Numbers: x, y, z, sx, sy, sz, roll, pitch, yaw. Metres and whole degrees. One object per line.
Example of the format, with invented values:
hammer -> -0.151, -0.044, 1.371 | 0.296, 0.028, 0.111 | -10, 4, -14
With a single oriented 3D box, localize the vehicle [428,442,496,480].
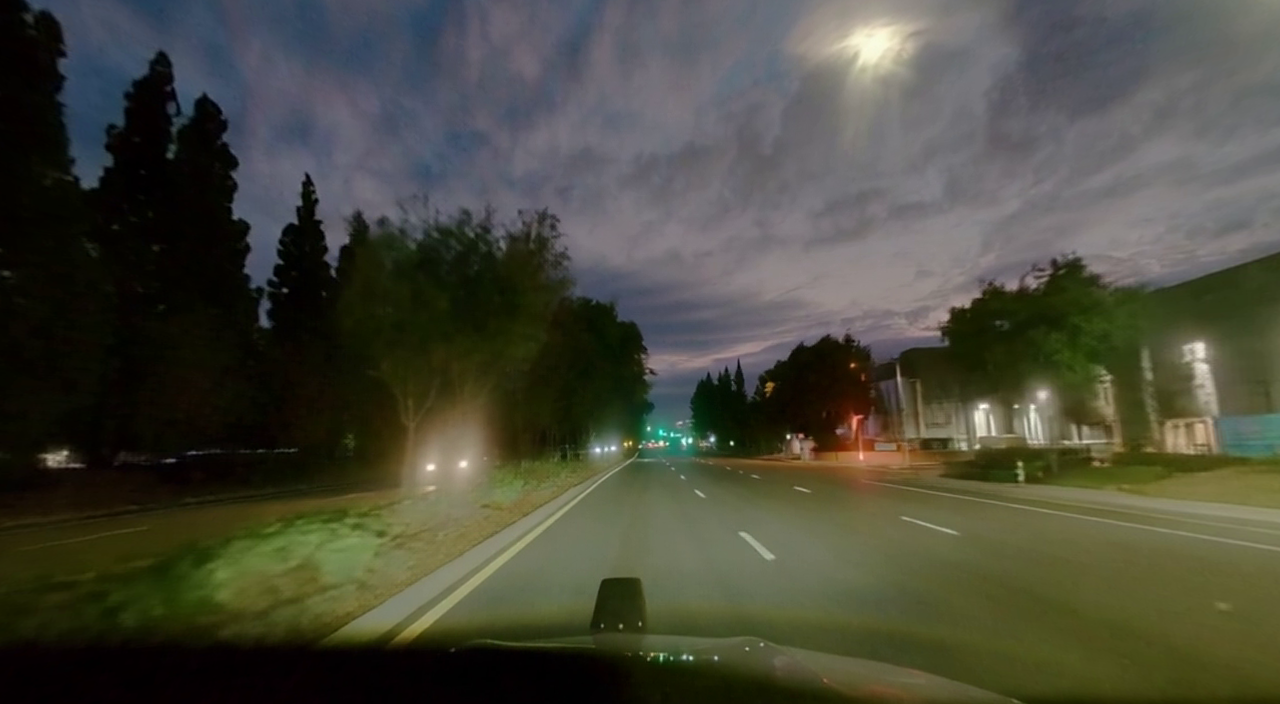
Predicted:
vehicle -> -8.232, 5.048, 29.531 | 1.948, 1.647, 4.275 | 0, -8, 0

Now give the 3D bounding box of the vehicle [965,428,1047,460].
vehicle -> 28.243, 7.148, 48.995 | 2.186, 2.298, 5.989 | 1, -8, -7
